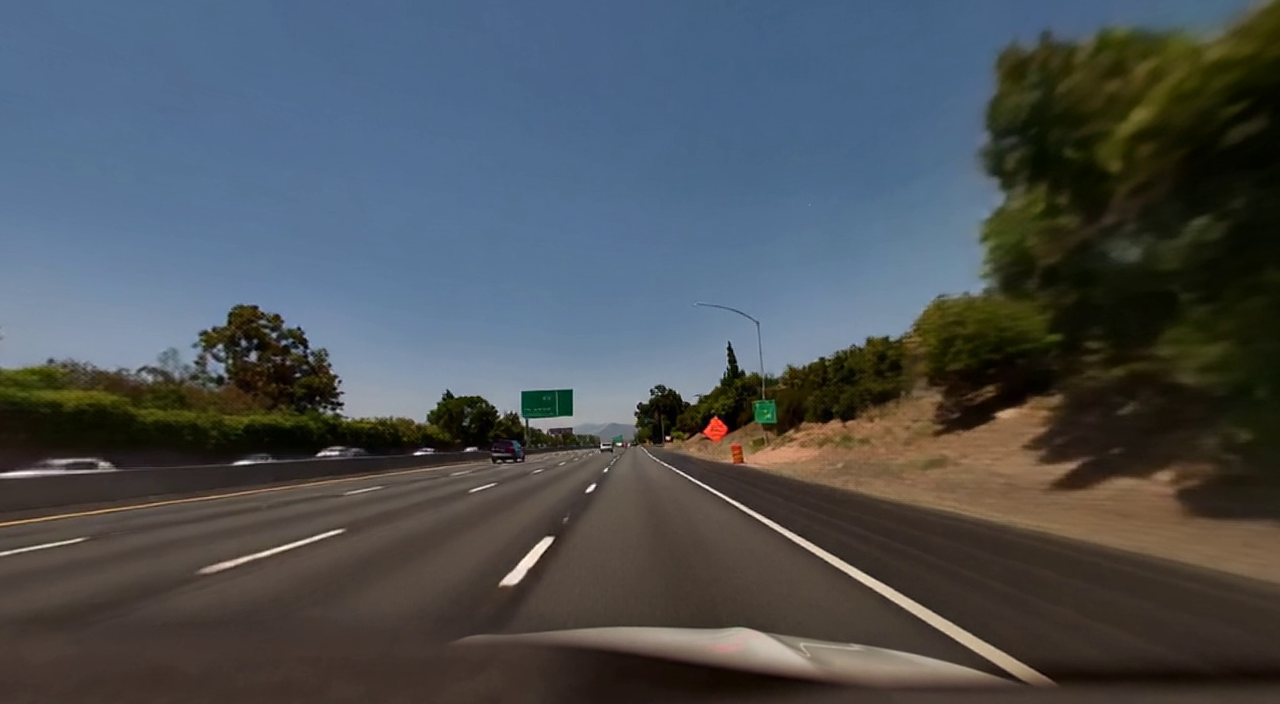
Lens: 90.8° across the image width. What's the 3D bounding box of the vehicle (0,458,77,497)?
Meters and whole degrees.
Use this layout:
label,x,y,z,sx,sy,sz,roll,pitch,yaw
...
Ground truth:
label,x,y,z,sx,sy,sz,roll,pitch,yaw
vehicle,-25.098,4.963,25.127,1.831,1.410,3.862,0,-9,-1
